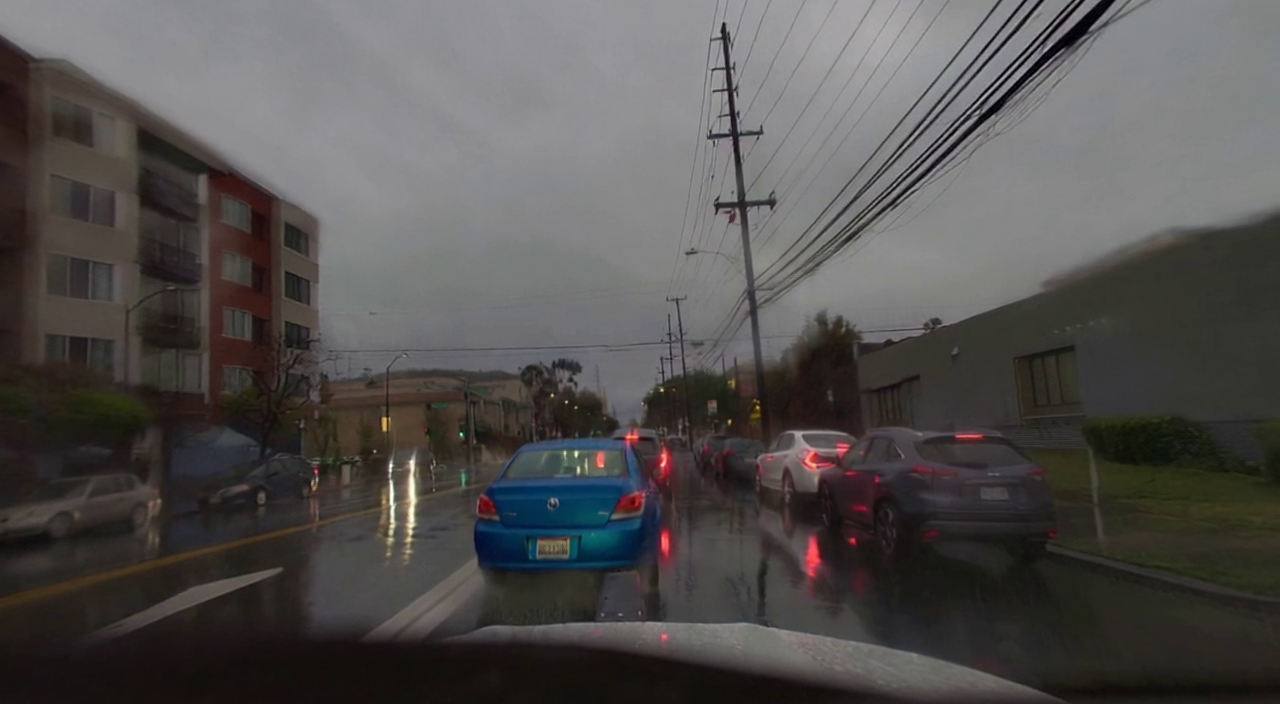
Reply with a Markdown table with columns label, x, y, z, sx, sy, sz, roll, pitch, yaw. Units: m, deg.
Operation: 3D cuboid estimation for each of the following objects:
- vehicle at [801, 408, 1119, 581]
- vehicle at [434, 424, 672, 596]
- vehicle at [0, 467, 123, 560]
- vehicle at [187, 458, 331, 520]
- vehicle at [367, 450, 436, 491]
| label | x | y | z | sx | sy | sz | roll | pitch | yaw |
| --- | --- | --- | --- | --- | --- | --- | --- | --- | --- |
| vehicle | 3.791 | 1.759 | 8.623 | 1.967 | 1.721 | 4.410 | 0 | -8 | -1 |
| vehicle | -0.715 | 1.690 | 7.733 | 2.019 | 1.453 | 4.603 | 0 | -8 | 1 |
| vehicle | -11.899 | 2.903 | 11.024 | 1.850 | 1.487 | 4.711 | -3 | -8 | -1 |
| vehicle | -11.854 | 4.240 | 20.044 | 1.868 | 1.491 | 4.367 | -5 | -8 | 0 |
| vehicle | -11.946 | 5.940 | 31.935 | 2.011 | 1.687 | 4.079 | -5 | -8 | -3 |
